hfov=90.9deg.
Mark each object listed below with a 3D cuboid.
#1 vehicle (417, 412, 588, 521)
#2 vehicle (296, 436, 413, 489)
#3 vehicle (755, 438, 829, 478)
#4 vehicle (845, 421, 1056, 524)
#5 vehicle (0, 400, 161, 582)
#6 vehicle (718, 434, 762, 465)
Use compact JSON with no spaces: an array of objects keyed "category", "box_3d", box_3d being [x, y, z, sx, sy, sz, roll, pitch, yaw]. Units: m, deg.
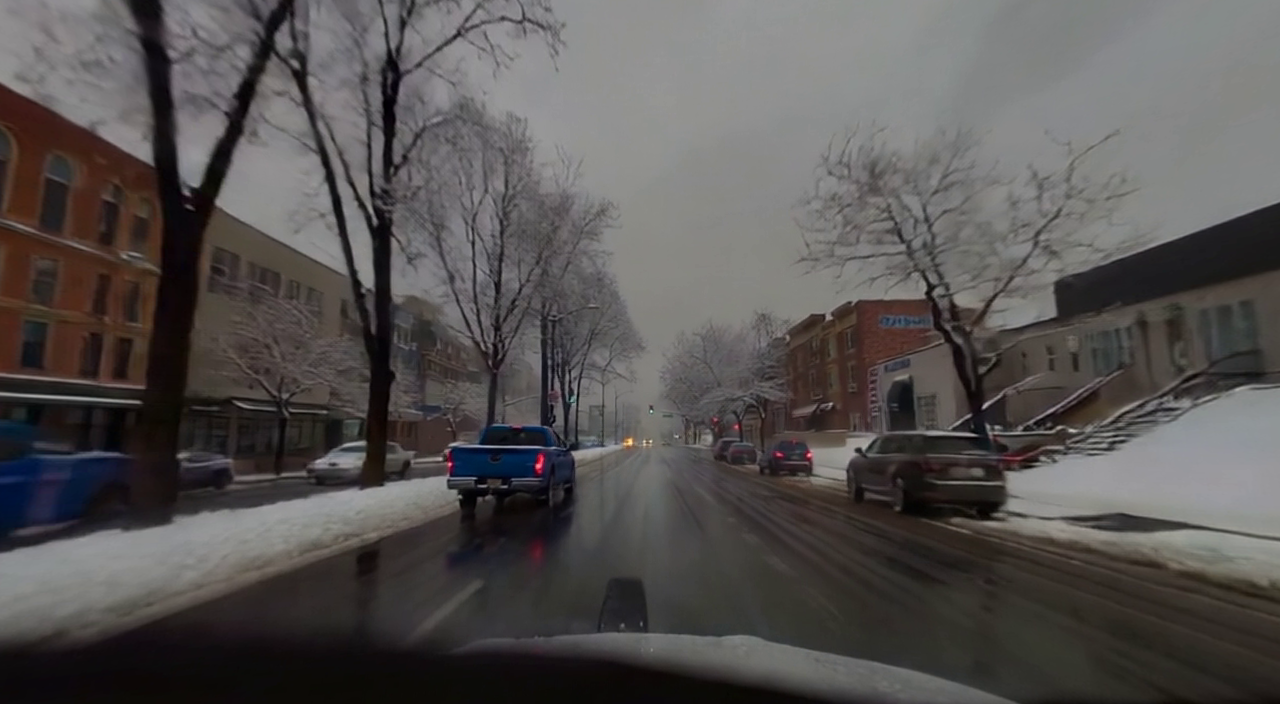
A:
[{"category":"vehicle","box_3d":[-2.505,2.303,13.194,2.197,1.786,5.365,-1,-8,2]},{"category":"vehicle","box_3d":[-10.169,3.967,22.960,2.110,1.714,4.500,0,-8,0]},{"category":"vehicle","box_3d":[6.247,4.393,26.378,1.988,1.514,3.962,0,-8,-2]},{"category":"vehicle","box_3d":[6.034,2.386,13.054,2.018,1.743,4.529,0,-8,0]},{"category":"vehicle","box_3d":[-7.359,1.335,5.965,2.087,1.779,4.456,0,-8,0]},{"category":"vehicle","box_3d":[6.241,6.147,39.822,2.043,1.841,4.842,0,-8,1]}]
